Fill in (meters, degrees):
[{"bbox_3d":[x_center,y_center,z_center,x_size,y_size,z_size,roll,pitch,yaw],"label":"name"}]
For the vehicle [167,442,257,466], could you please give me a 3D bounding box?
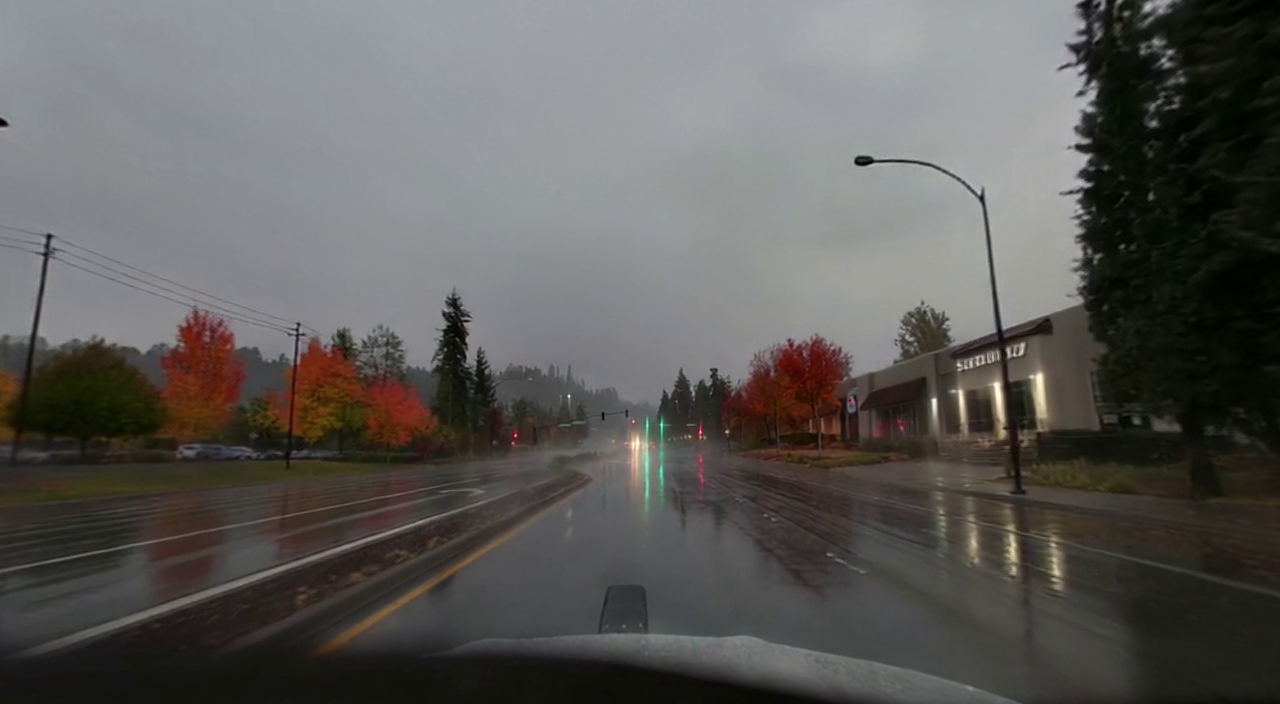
[{"bbox_3d":[-30.119,7.228,44.511,4.706,1.457,1.999,3,-11,-4],"label":"vehicle"}]
